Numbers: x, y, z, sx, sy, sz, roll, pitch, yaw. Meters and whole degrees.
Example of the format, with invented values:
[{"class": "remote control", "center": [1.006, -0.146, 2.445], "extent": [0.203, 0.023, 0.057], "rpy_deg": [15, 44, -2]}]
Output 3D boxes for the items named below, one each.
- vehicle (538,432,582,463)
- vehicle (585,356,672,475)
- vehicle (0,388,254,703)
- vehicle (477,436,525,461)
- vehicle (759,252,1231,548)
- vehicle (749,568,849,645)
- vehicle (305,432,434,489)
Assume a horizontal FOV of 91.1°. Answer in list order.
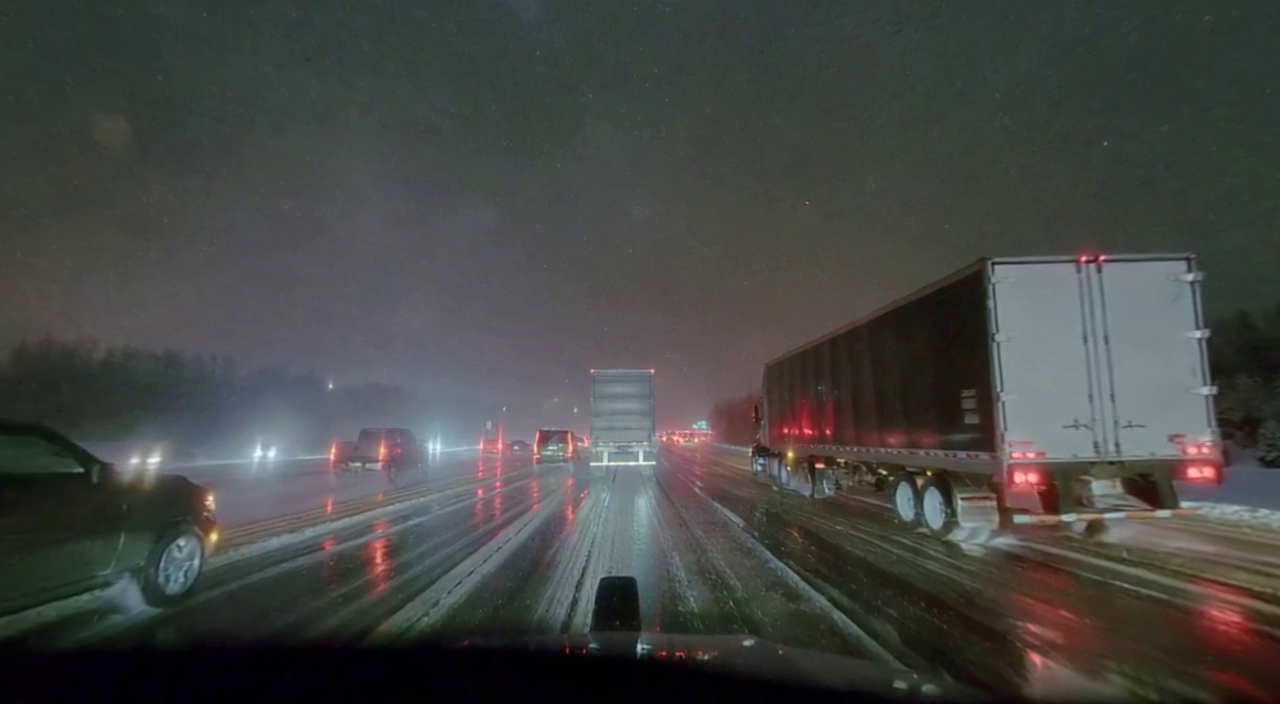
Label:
[{"class": "vehicle", "center": [-4.532, 5.448, 36.042], "extent": [1.986, 1.612, 4.155], "rpy_deg": [0, -8, 0]}, {"class": "vehicle", "center": [-0.531, 2.802, 26.251], "extent": [2.938, 4.033, 9.980], "rpy_deg": [0, -8, -2]}, {"class": "vehicle", "center": [-3.882, 0.912, 2.812], "extent": [1.882, 1.493, 3.828], "rpy_deg": [0, -8, -1]}, {"class": "vehicle", "center": [-8.624, 6.004, 39.274], "extent": [2.019, 1.471, 4.347], "rpy_deg": [0, -8, 0]}, {"class": "vehicle", "center": [6.003, 1.523, 15.381], "extent": [2.863, 3.936, 14.058], "rpy_deg": [0, -8, -2]}, {"class": "vehicle", "center": [5.654, 9.148, 22.818], "extent": [2.835, 2.000, 2.696], "rpy_deg": [1, -8, -2]}, {"class": "vehicle", "center": [-7.777, 3.131, 18.617], "extent": [1.909, 1.479, 4.425], "rpy_deg": [0, -8, -1]}]
